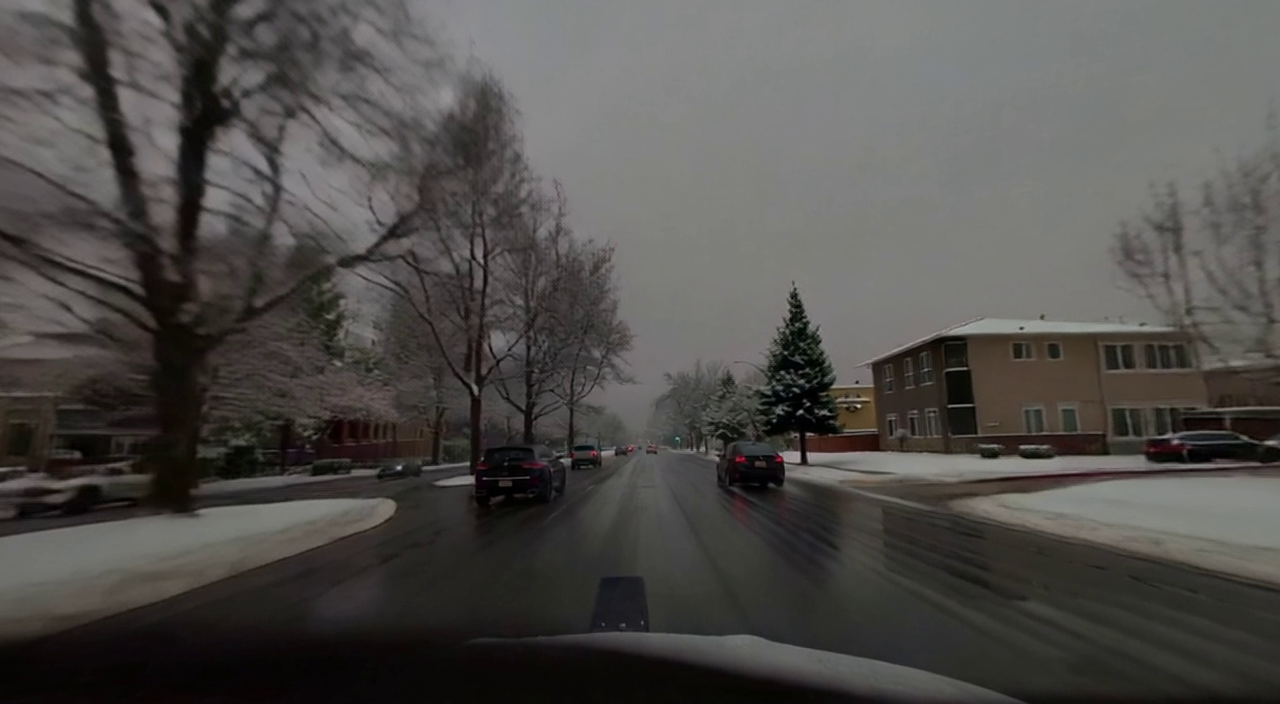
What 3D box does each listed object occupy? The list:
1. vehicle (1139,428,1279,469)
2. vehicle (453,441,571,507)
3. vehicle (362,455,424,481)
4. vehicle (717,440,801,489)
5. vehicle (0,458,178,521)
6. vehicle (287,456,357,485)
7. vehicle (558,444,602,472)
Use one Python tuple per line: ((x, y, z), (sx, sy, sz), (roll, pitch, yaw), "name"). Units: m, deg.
((24.075, 4.056, 26.722), (1.754, 1.461, 4.491), (-3, -8, -6), "vehicle")
((-3.127, 3.076, 16.440), (2.053, 1.480, 4.381), (0, -8, 1), "vehicle")
((-15.386, 7.231, 39.521), (1.997, 1.472, 4.426), (0, -8, 1), "vehicle")
((3.977, 3.832, 21.874), (2.010, 1.486, 4.498), (0, -8, 0), "vehicle")
((-19.393, 4.667, 22.056), (2.240, 1.805, 5.313), (0, -8, 2), "vehicle")
((-22.310, 8.297, 44.491), (2.006, 1.782, 5.406), (0, -8, 1), "vehicle")
((-3.371, 6.066, 36.230), (1.988, 1.497, 4.404), (0, -8, 2), "vehicle")
